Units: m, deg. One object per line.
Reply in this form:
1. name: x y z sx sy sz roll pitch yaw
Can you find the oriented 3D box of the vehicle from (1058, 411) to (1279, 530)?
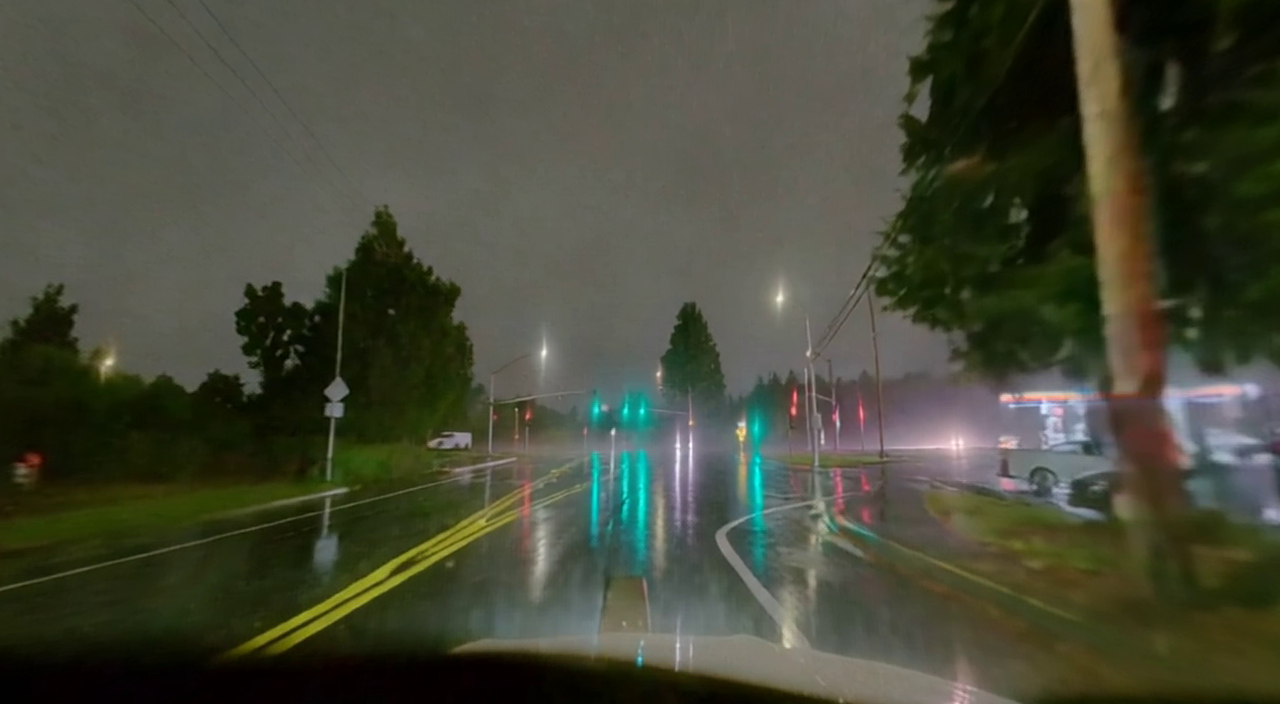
1. vehicle: 10.214 1.954 10.597 4.736 1.816 1.999 -2 -9 16
